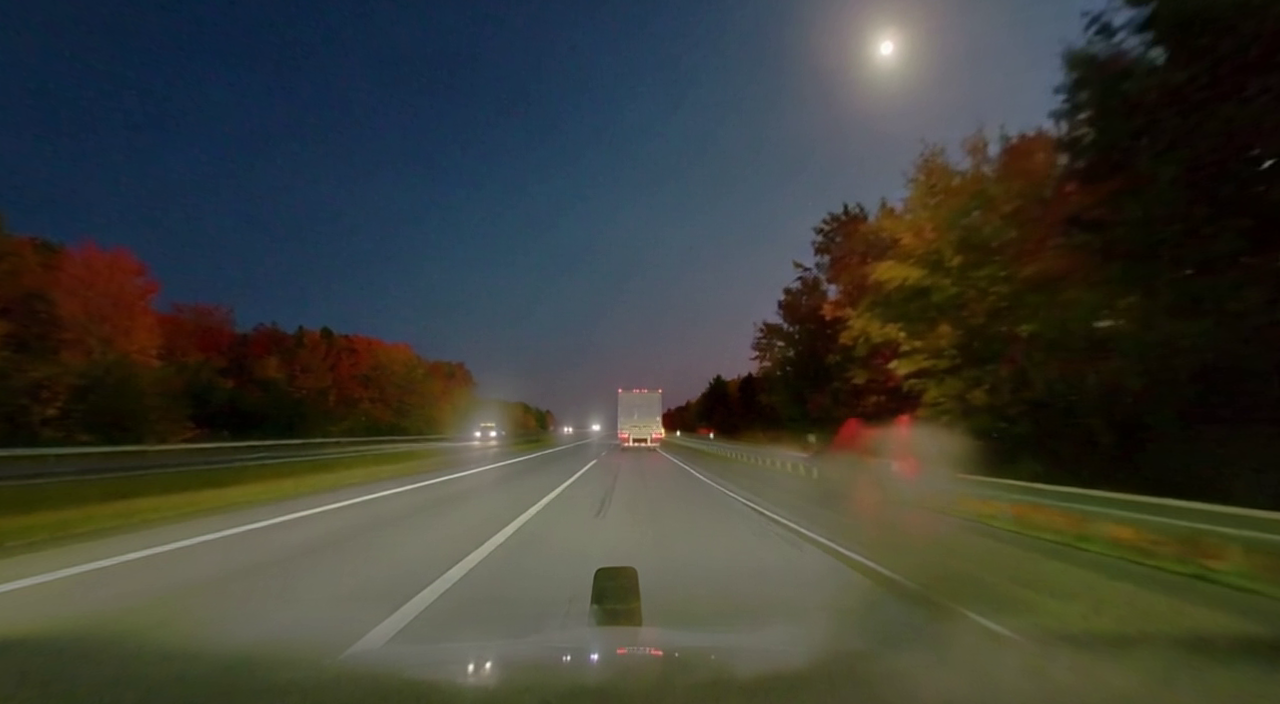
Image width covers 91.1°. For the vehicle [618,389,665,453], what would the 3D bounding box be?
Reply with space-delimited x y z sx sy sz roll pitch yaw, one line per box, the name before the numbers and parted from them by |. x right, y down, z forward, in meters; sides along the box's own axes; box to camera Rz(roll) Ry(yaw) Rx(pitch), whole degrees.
vehicle | -0.047 5.129 45.692 3.013 4.016 11.496 0 -8 -1
